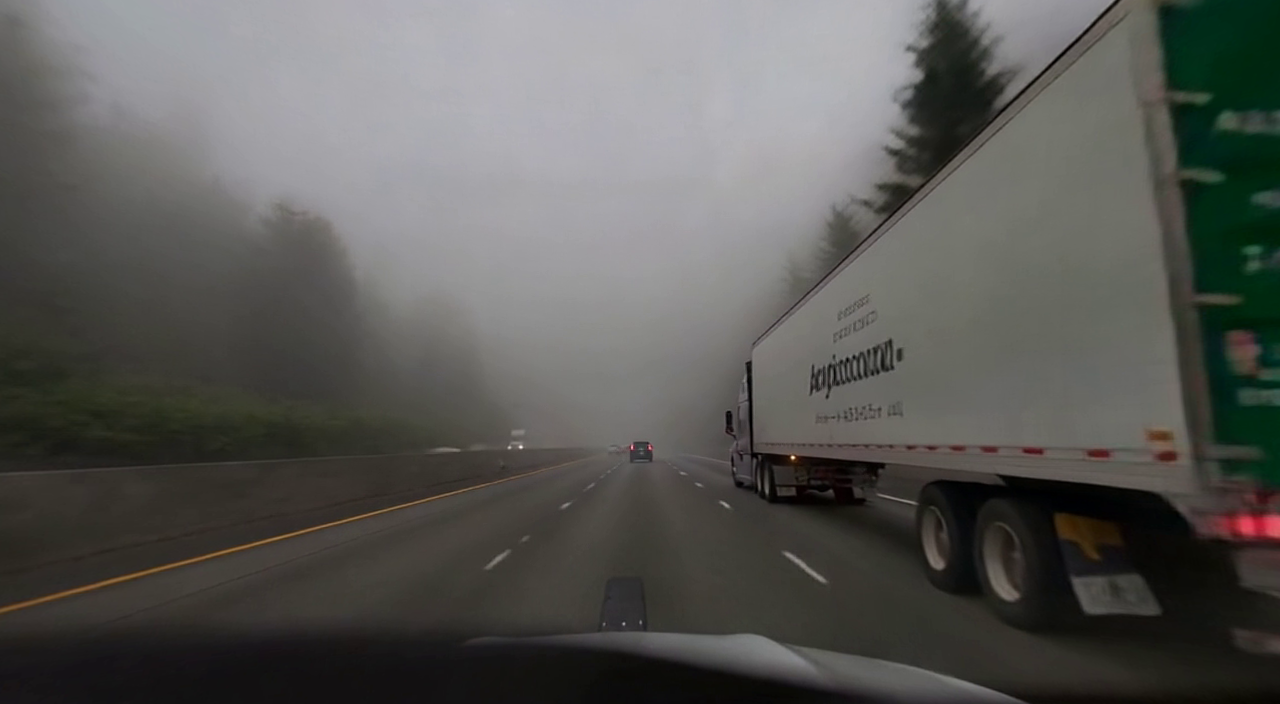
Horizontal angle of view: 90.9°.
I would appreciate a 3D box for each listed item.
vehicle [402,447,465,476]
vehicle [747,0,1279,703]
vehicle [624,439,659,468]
[{"bbox_3d":[-11.171,5.969,34.458,1.957,1.451,4.375,0,-9,0],"label":"vehicle"},{"bbox_3d":[4.451,0.739,10.079,3.011,4.028,13.890,0,-9,0],"label":"vehicle"},{"bbox_3d":[0.087,6.406,39.818,2.067,1.690,3.901,0,-9,0],"label":"vehicle"}]
